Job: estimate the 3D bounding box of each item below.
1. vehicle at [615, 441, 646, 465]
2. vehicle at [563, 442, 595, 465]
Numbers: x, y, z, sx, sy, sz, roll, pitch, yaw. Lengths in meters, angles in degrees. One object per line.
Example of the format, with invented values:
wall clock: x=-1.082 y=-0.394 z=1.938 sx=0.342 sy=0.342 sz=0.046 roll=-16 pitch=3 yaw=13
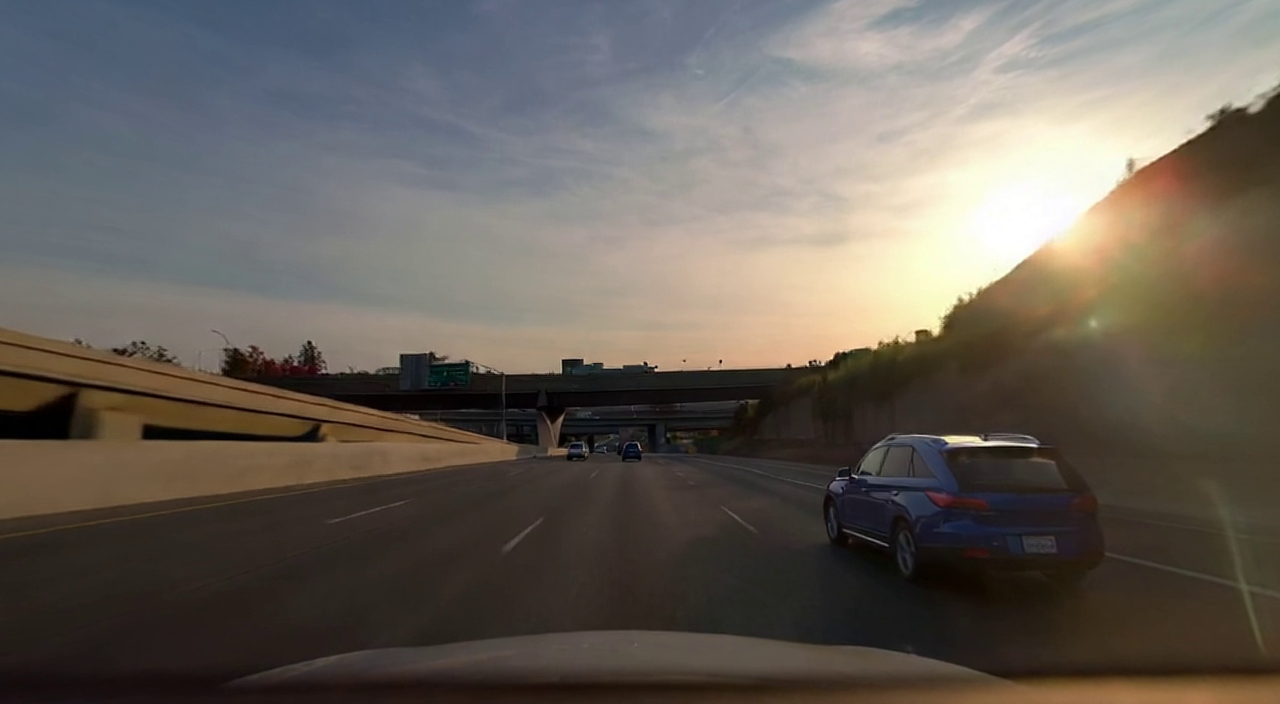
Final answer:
vehicle: x=-0.692 y=7.241 z=45.480 sx=2.132 sy=1.657 sz=3.967 roll=0 pitch=-8 yaw=-2
vehicle: x=-4.487 y=7.495 z=46.839 sx=2.000 sy=1.646 sz=4.201 roll=0 pitch=-8 yaw=-1
